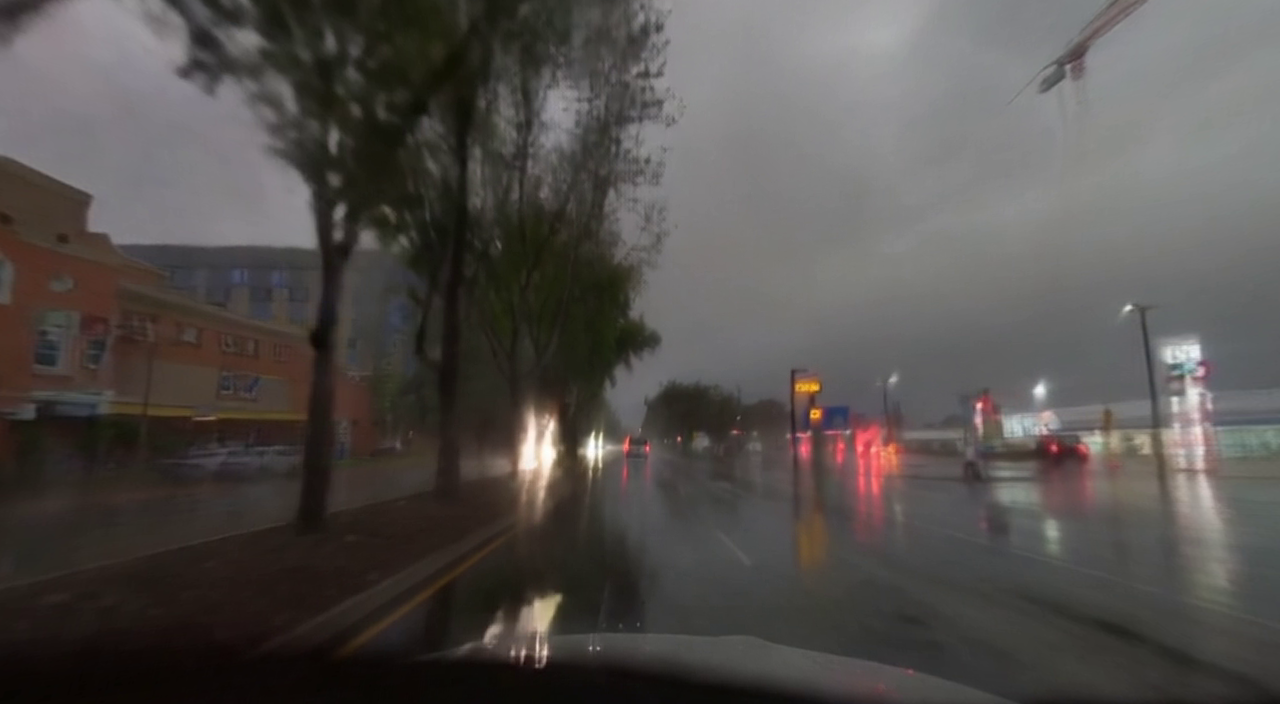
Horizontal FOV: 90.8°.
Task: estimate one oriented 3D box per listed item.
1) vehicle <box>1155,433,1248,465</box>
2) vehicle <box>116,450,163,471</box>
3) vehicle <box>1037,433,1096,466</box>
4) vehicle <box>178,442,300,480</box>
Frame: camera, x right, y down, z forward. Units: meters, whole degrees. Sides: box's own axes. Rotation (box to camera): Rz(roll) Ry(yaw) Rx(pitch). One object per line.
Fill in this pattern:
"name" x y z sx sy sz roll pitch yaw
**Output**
"vehicle" 36.058 6.215 40.599 4.710 1.864 1.949 0 -8 -13
"vehicle" -37.563 8.099 47.405 3.953 1.457 1.920 -7 -11 40
"vehicle" 31.111 7.097 46.239 2.541 2.248 5.629 -4 -9 24
"vehicle" -23.103 6.269 36.743 5.745 1.920 2.281 3 -9 -30
